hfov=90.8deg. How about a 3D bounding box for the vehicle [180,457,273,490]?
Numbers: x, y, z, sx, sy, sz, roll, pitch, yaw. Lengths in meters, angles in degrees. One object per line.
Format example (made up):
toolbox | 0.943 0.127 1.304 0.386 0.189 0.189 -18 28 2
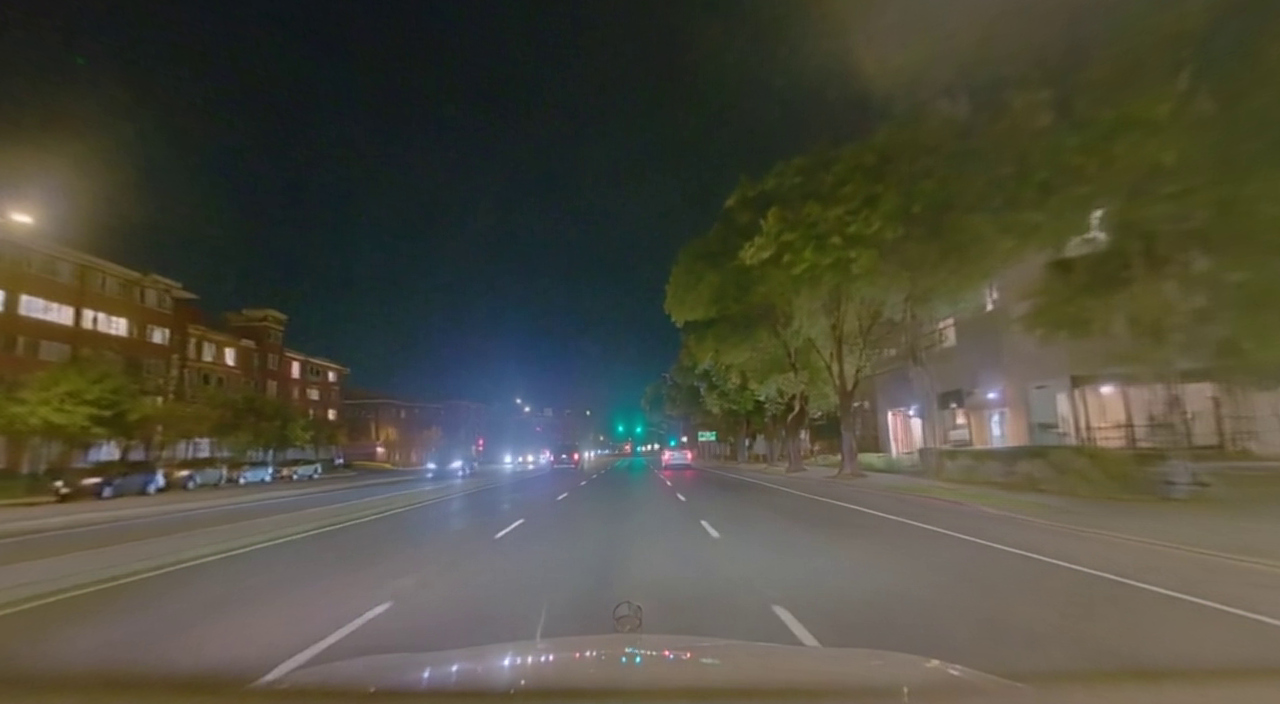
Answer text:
vehicle | -22.928 6.730 35.298 1.938 1.613 4.830 0 -8 -1

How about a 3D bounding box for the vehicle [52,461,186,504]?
vehicle | -22.873 5.705 28.033 2.176 1.516 4.532 -3 -8 -1

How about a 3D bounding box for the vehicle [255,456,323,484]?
vehicle | -22.882 7.689 41.385 1.918 1.586 4.366 0 -8 0

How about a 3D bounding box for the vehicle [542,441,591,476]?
vehicle | -3.809 5.589 33.425 2.083 1.685 4.069 0 -8 1

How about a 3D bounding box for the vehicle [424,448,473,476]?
vehicle | -11.773 6.752 39.099 1.838 1.588 3.658 0 -8 0

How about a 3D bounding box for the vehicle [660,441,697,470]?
vehicle | 2.411 6.613 40.564 2.018 1.719 4.369 0 -8 -1
